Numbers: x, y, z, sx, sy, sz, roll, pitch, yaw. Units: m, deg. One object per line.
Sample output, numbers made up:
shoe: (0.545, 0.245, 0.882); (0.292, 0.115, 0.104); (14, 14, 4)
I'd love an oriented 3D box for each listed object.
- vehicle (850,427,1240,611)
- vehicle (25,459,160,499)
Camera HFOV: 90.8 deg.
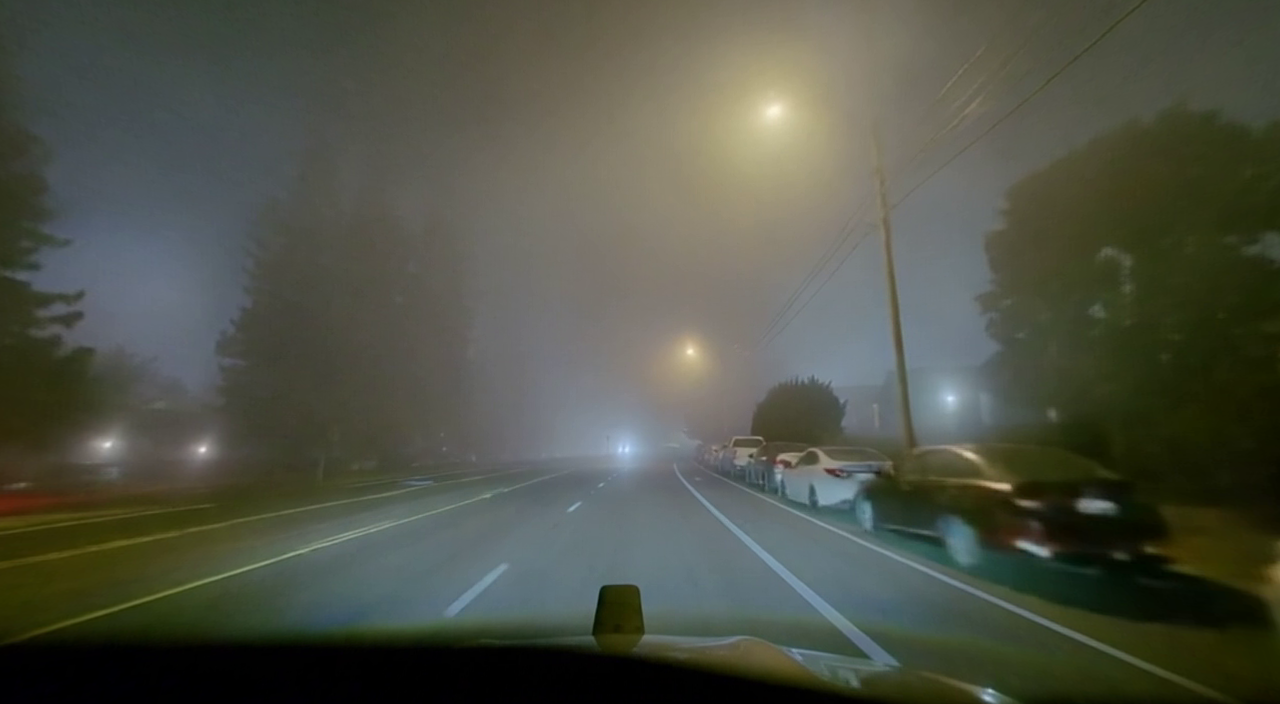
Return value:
vehicle: (4.302, 1.746, 7.780); (1.869, 1.523, 4.306); (-2, -7, -1)
vehicle: (-23.558, 5.449, 27.464); (1.805, 1.446, 4.556); (0, -9, -1)
